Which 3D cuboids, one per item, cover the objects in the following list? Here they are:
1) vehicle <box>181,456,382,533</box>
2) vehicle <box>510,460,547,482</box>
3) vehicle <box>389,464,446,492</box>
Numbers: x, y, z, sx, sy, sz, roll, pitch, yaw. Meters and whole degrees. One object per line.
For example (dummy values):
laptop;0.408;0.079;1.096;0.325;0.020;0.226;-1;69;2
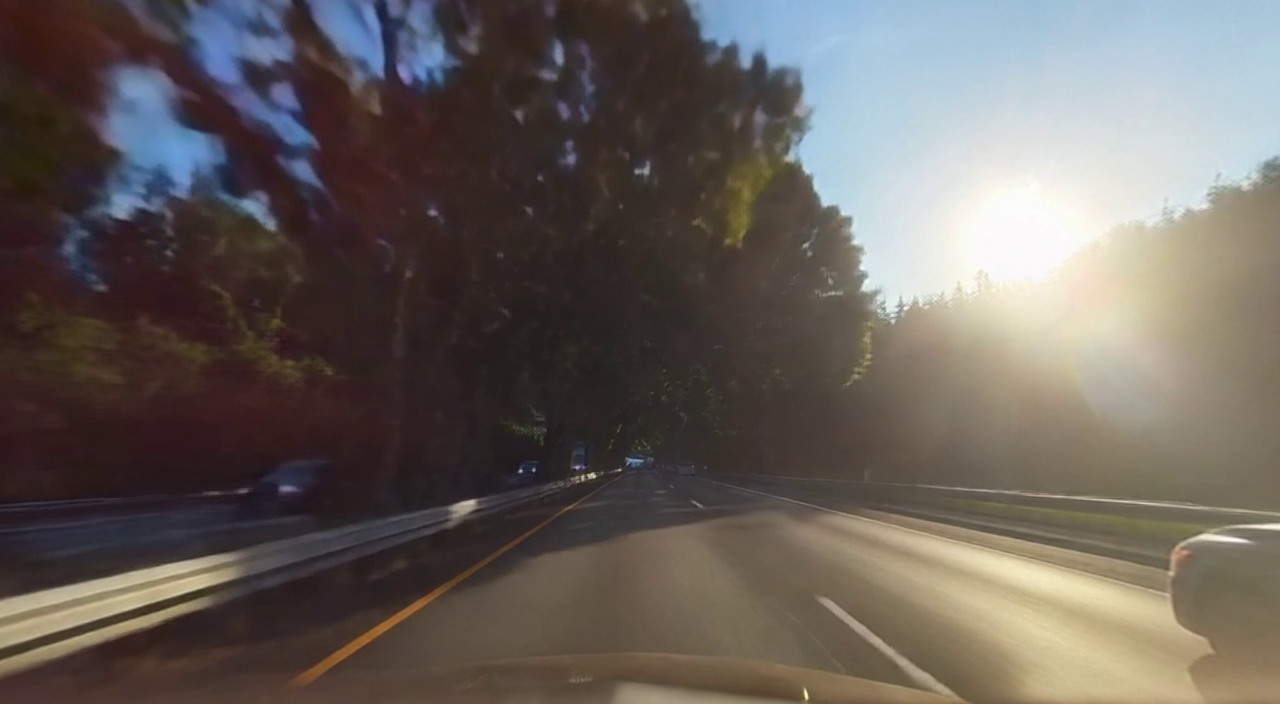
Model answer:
vehicle;-7.874;3.175;14.462;2.049;1.456;4.249;1;-10;1
vehicle;-7.963;8.568;45.346;1.916;1.457;3.642;0;-10;2
vehicle;-12.727;7.233;36.301;1.850;1.498;3.693;1;-10;1
